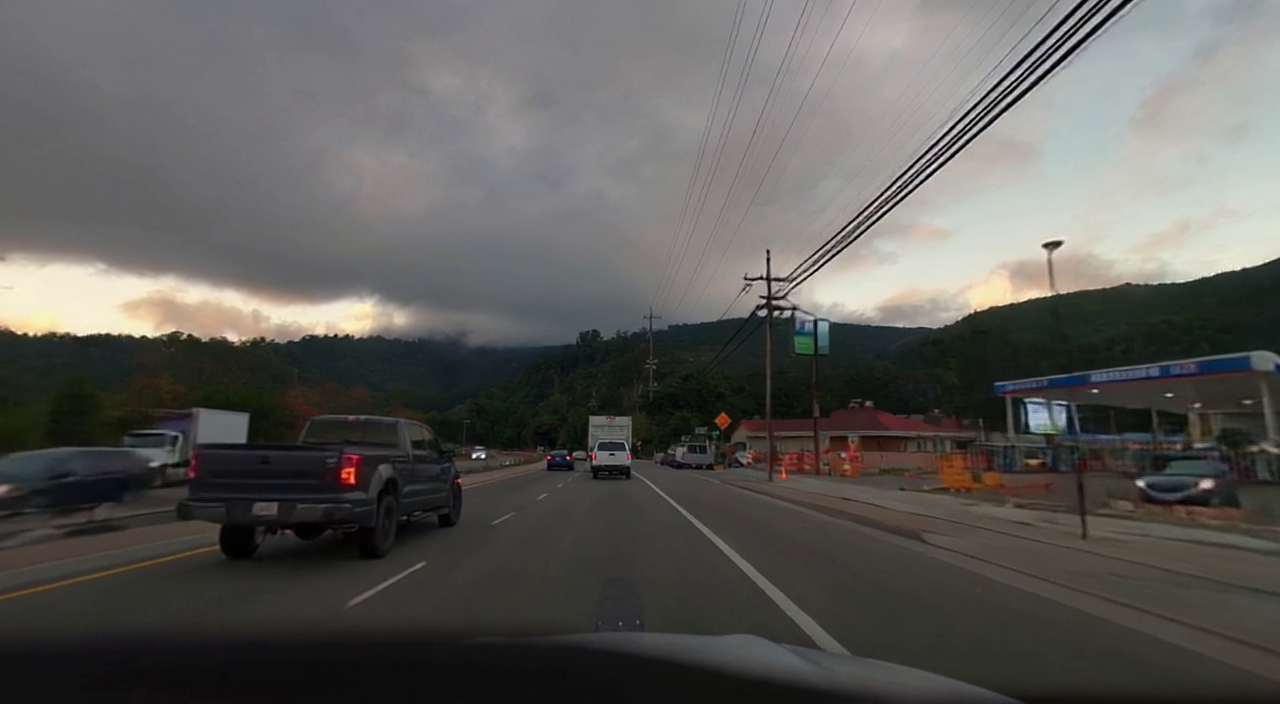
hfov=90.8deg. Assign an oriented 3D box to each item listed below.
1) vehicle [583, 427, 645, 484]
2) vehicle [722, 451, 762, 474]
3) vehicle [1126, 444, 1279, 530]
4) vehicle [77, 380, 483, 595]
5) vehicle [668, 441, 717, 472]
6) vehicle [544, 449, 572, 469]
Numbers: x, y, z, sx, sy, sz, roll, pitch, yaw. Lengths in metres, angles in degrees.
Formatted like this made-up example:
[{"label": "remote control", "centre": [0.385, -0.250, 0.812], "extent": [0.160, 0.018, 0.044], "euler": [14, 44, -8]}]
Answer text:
[{"label": "vehicle", "centre": [-1.231, 4.562, 28.096], "extent": [2.486, 2.280, 5.291], "euler": [1, -9, -4]}, {"label": "vehicle", "centre": [7.392, 8.147, 46.333], "extent": [1.933, 1.480, 4.249], "euler": [2, -12, -4]}, {"label": "vehicle", "centre": [15.197, 3.459, 16.958], "extent": [5.331, 1.917, 2.166], "euler": [7, -11, -40]}, {"label": "vehicle", "centre": [-4.080, 1.686, 8.835], "extent": [2.345, 2.012, 5.693], "euler": [0, -9, -1]}, {"label": "vehicle", "centre": [3.941, 8.023, 48.728], "extent": [2.706, 2.199, 6.527], "euler": [1, -9, -5]}, {"label": "vehicle", "centre": [-6.299, 8.235, 48.758], "extent": [1.972, 1.496, 4.150], "euler": [1, -9, -5]}]
